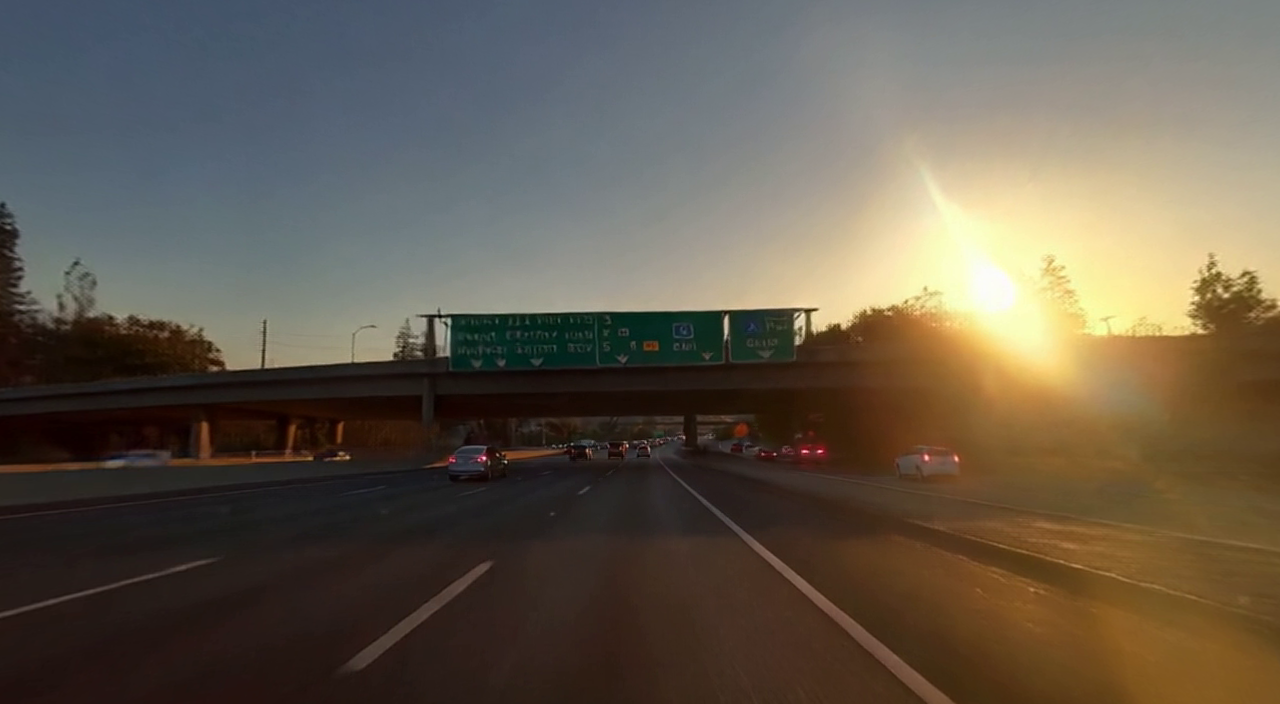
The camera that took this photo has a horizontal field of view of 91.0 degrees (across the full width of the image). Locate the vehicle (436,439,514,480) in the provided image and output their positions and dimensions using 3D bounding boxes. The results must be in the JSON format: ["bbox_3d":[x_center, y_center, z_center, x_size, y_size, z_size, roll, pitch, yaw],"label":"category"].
[{"bbox_3d":[-6.598,4.338,25.660,1.985,1.513,4.172,0,-8,0],"label":"vehicle"}]

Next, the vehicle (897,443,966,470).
[{"bbox_3d":[17.648,6.333,38.397,1.884,1.567,4.692,0,-8,-1],"label":"vehicle"}]

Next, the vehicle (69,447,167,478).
[{"bbox_3d":[-28.193,5.959,34.194,1.866,1.553,3.969,0,-8,1],"label":"vehicle"}]
